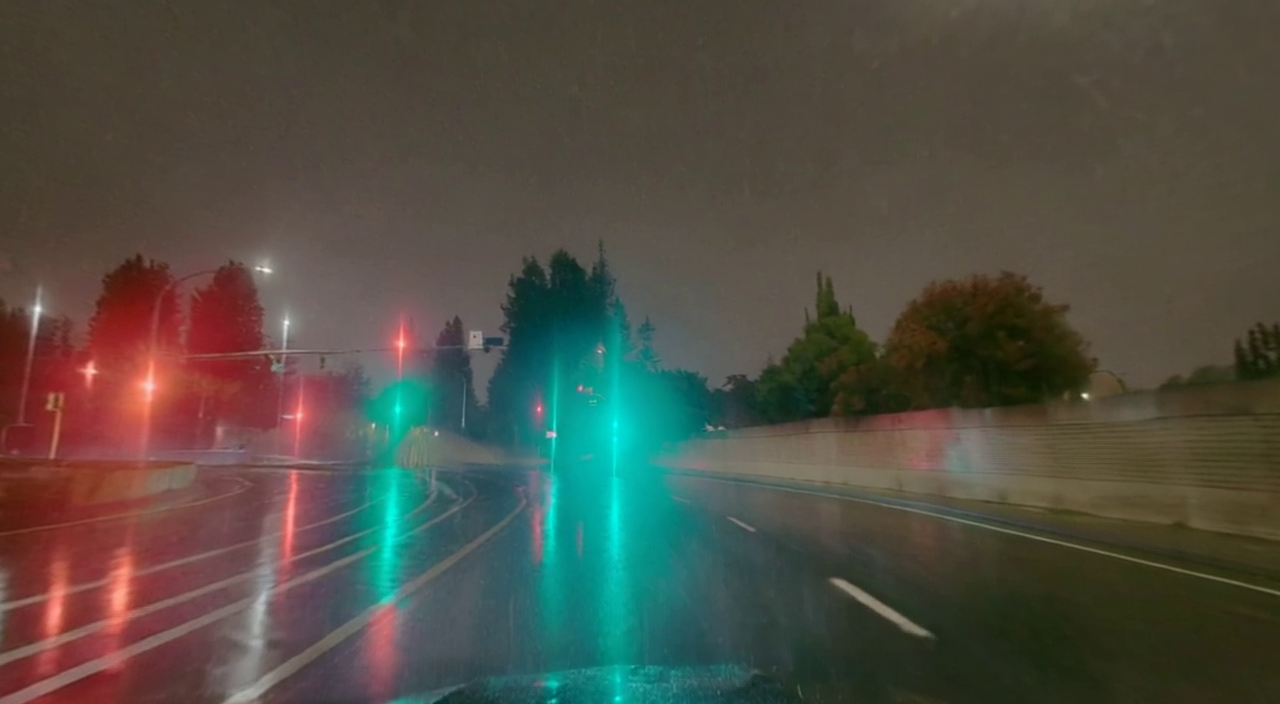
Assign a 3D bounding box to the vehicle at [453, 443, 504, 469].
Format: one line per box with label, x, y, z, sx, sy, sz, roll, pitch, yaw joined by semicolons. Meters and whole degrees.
vehicle;-10.480;6.650;40.676;2.163;1.537;4.368;5;-10;-27
